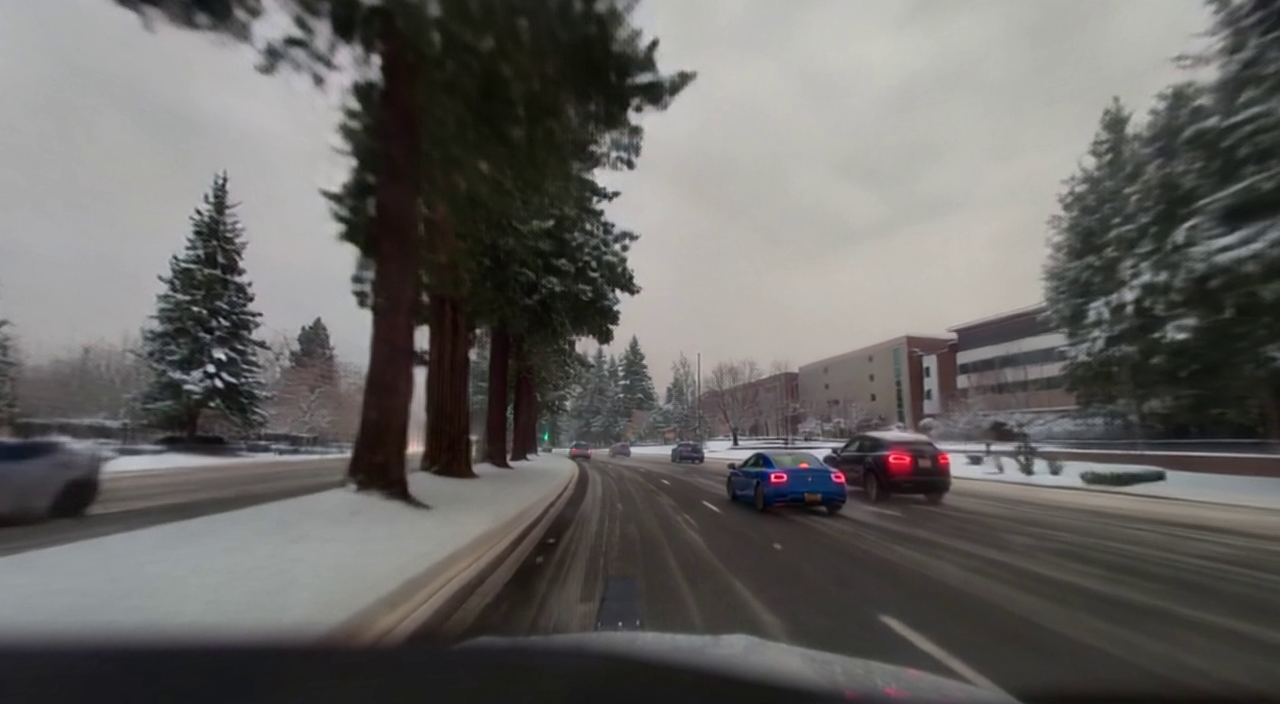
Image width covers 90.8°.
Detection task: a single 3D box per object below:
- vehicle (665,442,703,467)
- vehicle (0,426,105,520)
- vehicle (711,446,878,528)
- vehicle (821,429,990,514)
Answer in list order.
[{"bbox_3d":[3.077,7.285,45.060,1.931,1.685,4.054,1,-9,-8],"label":"vehicle"},{"bbox_3d":[-11.085,1.866,9.663,1.921,1.472,4.550,0,-9,-2],"label":"vehicle"},{"bbox_3d":[2.861,2.598,12.854,1.990,1.347,4.388,1,-9,-4],"label":"vehicle"},{"bbox_3d":[6.120,2.795,15.276,1.987,1.730,4.373,0,-9,-3],"label":"vehicle"}]
